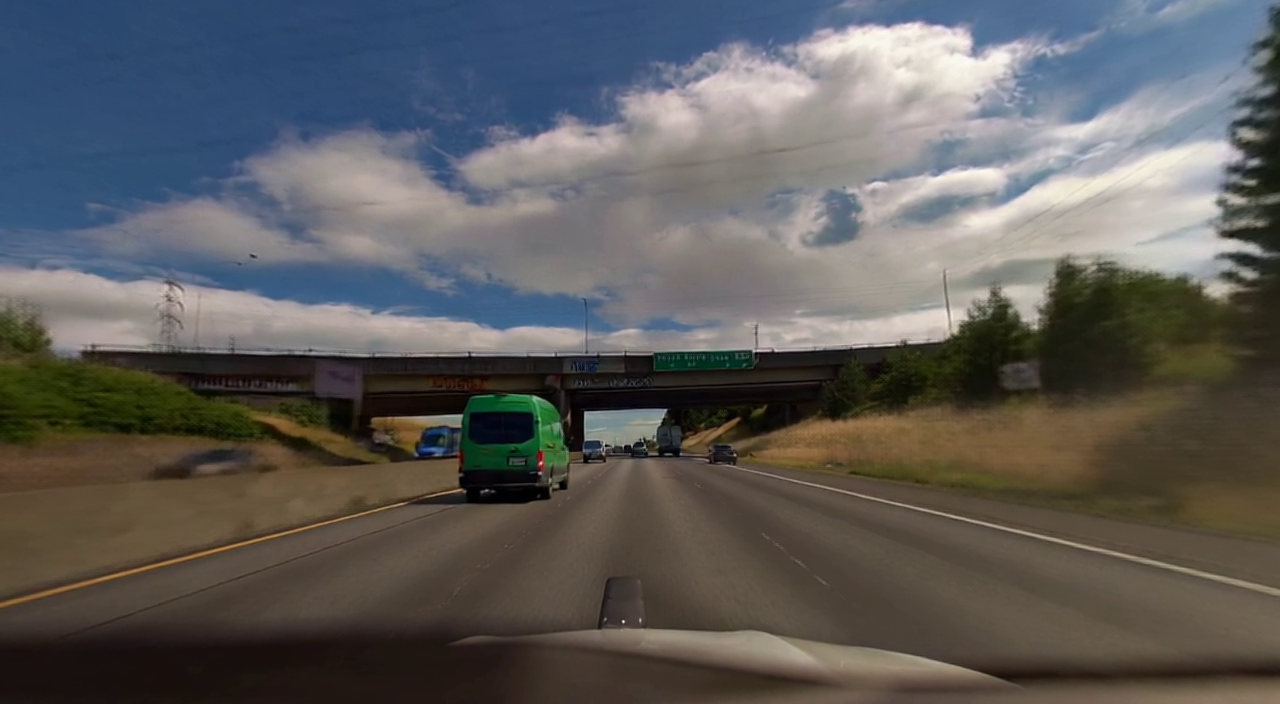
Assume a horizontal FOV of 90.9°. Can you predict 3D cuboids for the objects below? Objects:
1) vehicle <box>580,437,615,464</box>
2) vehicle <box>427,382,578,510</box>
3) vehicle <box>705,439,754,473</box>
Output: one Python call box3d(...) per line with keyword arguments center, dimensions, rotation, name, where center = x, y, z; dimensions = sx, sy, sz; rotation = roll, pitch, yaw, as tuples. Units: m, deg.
box3d(center=(-3.287, 7.737, 49.505), dimensions=(2.334, 2.051, 4.900), rotation=(0, -9, 0), name="vehicle")
box3d(center=(-3.135, 2.396, 16.025), dimensions=(2.451, 2.627, 5.868), rotation=(0, -9, 0), name="vehicle")
box3d(center=(4.709, 5.566, 33.843), dimensions=(1.936, 1.664, 4.198), rotation=(0, -9, -1), name="vehicle")
